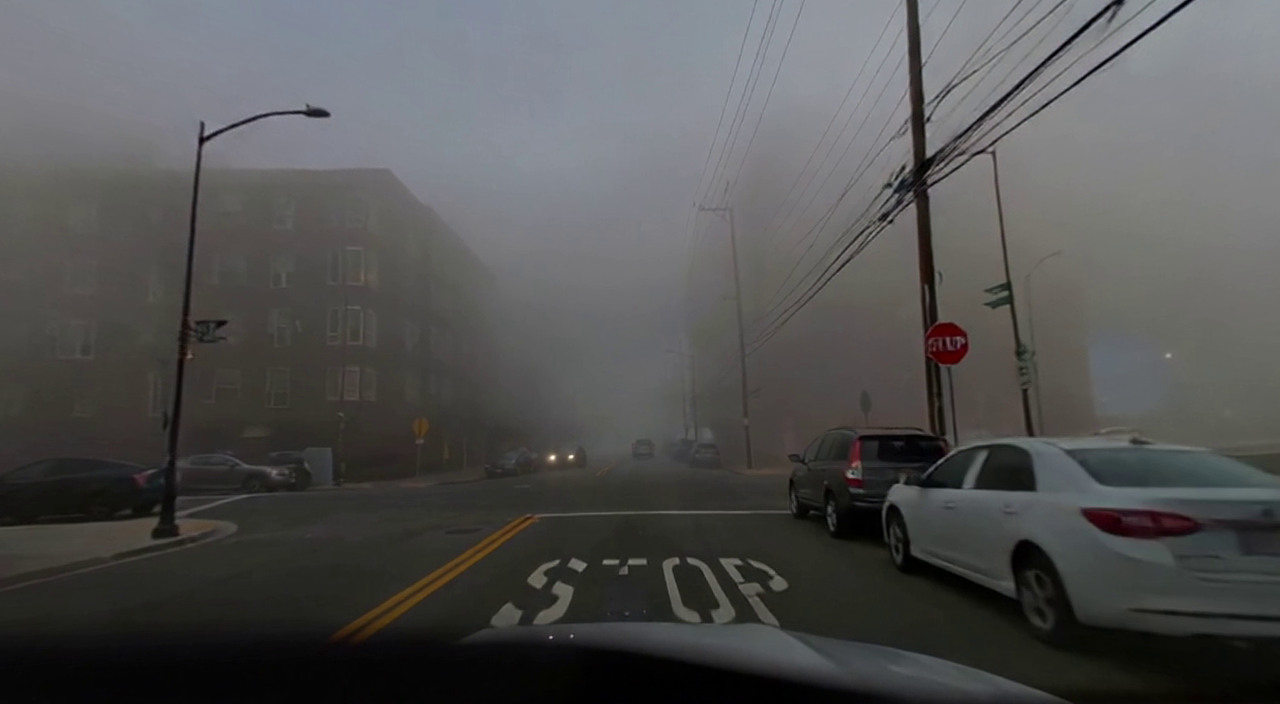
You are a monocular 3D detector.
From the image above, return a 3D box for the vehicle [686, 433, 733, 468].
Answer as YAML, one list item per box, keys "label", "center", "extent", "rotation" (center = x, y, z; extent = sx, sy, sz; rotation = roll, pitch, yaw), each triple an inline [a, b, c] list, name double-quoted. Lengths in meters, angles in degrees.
- label: "vehicle"
  center: [3.858, 5.588, 35.826]
  extent: [2.164, 1.721, 4.416]
  rotation: [-4, -9, 1]

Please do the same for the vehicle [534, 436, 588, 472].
- label: "vehicle"
  center: [-4.211, 5.536, 34.384]
  extent: [2.201, 1.801, 4.750]
  rotation: [-1, -8, 2]

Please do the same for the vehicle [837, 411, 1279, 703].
- label: "vehicle"
  center: [3.436, 1.380, 5.405]
  extent: [1.888, 1.495, 4.567]
  rotation: [0, -8, -2]

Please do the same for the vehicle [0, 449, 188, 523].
- label: "vehicle"
  center: [-16.495, 3.808, 18.024]
  extent: [5.392, 1.808, 2.324]
  rotation: [-2, -9, 1]

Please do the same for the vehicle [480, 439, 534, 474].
- label: "vehicle"
  center: [-7.549, 5.985, 36.294]
  extent: [2.140, 1.874, 4.475]
  rotation: [0, -8, 0]

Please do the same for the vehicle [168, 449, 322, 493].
- label: "vehicle"
  center: [-17.182, 5.168, 27.598]
  extent: [5.354, 1.773, 1.991]
  rotation: [0, -9, 0]
